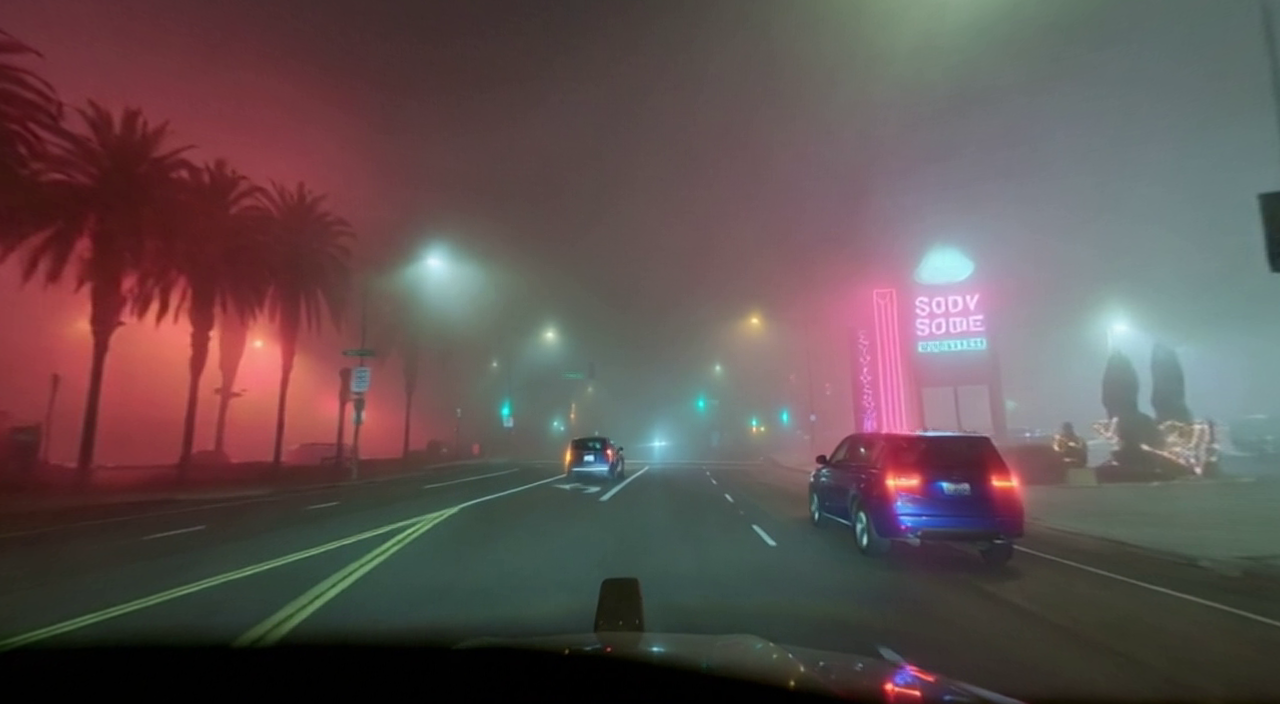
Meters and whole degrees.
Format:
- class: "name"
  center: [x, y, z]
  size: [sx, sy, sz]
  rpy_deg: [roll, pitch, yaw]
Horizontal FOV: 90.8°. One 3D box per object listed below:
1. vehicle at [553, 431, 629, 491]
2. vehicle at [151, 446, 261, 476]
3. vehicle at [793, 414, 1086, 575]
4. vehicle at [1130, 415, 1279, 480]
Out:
- class: "vehicle"
  center: [-1.415, 3.401, 20.109]
  size: [2.063, 1.664, 4.471]
  rpy_deg: [0, -8, 0]
- class: "vehicle"
  center: [-23.989, 6.006, 35.145]
  size: [1.800, 1.462, 4.752]
  rpy_deg: [-4, -9, 23]
- class: "vehicle"
  center: [3.649, 1.807, 8.815]
  size: [1.983, 1.654, 4.354]
  rpy_deg: [0, -8, 1]
- class: "vehicle"
  center: [16.567, 2.756, 18.372]
  size: [4.380, 1.659, 1.930]
  rpy_deg: [4, -9, -28]
